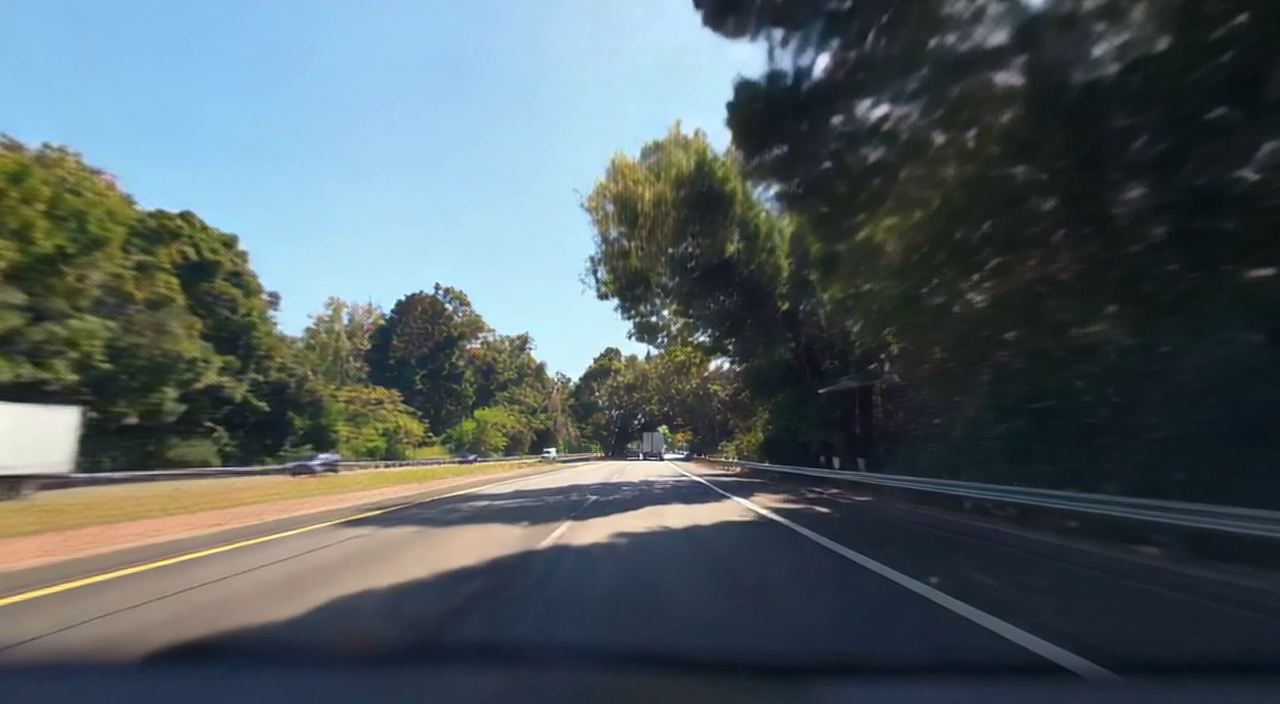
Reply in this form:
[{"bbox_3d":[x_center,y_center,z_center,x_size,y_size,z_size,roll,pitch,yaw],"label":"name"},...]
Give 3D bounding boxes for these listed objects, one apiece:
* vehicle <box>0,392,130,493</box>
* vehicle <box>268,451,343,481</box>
[{"bbox_3d":[-24.613,3.410,23.539,2.753,3.628,9.928,-1,-9,1],"label":"vehicle"},{"bbox_3d":[-20.516,6.996,38.930,2.265,1.716,4.219,-1,-9,0],"label":"vehicle"}]
